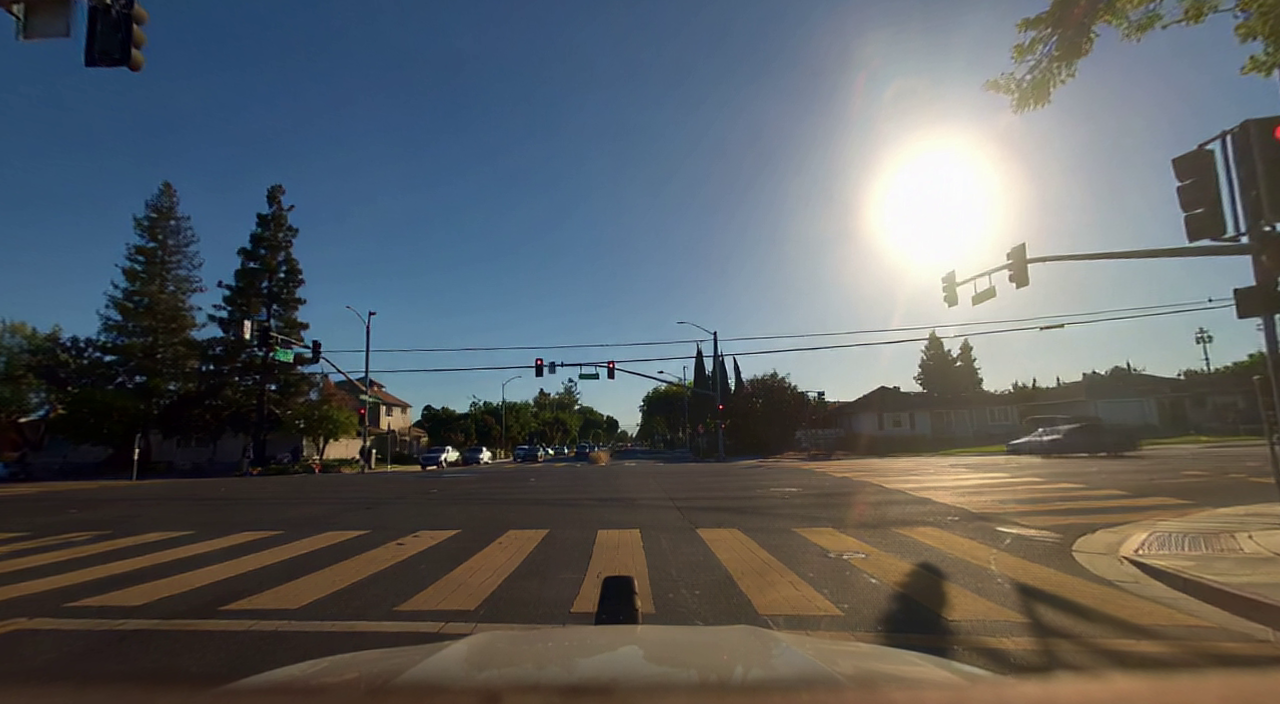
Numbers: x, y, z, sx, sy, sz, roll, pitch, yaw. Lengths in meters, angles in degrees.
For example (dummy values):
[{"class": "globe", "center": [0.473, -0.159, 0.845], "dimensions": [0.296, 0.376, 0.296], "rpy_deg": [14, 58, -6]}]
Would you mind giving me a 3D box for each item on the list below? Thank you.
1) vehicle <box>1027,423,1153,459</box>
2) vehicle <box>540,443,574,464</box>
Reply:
[{"class": "vehicle", "center": [22.488, 4.468, 31.741], "dimensions": [4.706, 1.710, 1.932], "rpy_deg": [-1, -8, 5]}, {"class": "vehicle", "center": [-6.127, 7.520, 47.044], "dimensions": [1.936, 1.444, 4.168], "rpy_deg": [0, -8, 0]}]
